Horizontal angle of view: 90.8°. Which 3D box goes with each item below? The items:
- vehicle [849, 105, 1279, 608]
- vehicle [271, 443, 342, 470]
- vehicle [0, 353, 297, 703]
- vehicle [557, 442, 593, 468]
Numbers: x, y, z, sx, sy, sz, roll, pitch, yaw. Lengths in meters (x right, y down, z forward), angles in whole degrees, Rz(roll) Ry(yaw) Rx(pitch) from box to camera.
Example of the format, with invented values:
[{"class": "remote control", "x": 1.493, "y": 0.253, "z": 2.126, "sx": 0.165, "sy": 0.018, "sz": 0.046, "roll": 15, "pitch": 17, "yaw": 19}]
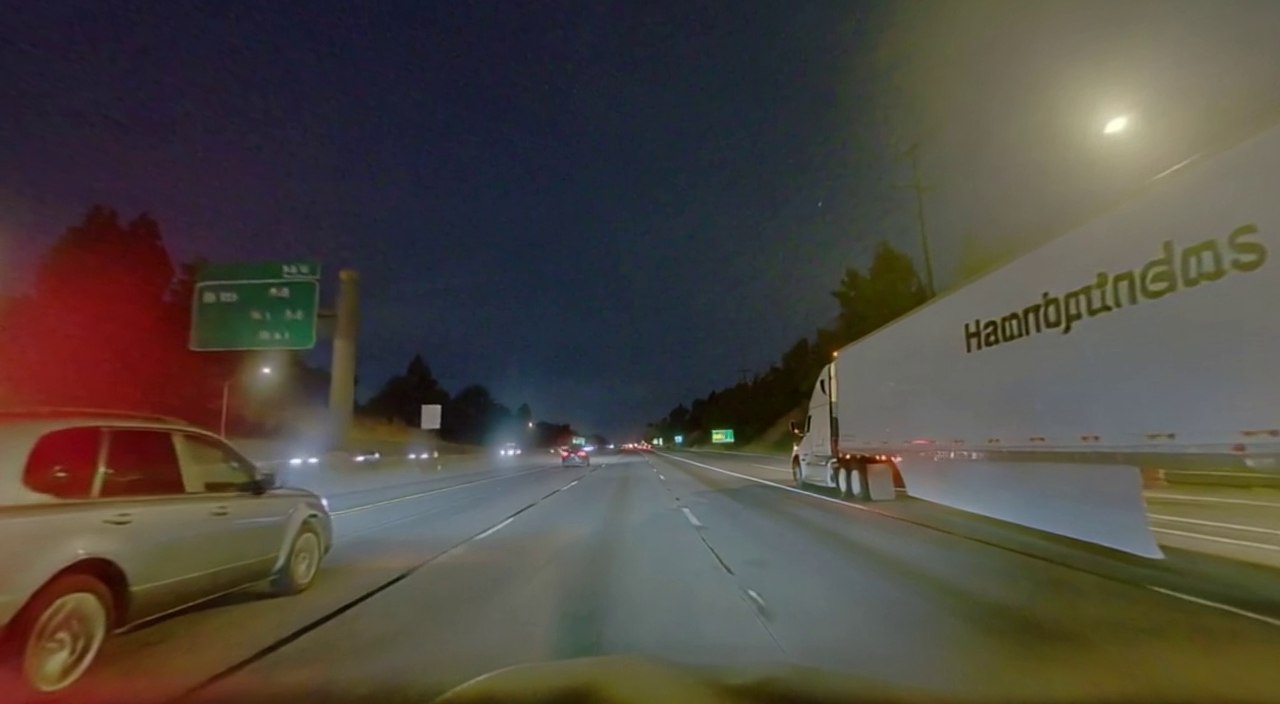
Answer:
[{"class": "vehicle", "x": 6.833, "y": 0.414, "z": 7.808, "sx": 2.919, "sy": 4.195, "sz": 15.833, "roll": 0, "pitch": -9, "yaw": -1}, {"class": "vehicle", "x": -21.458, "y": 6.720, "z": 40.913, "sx": 2.078, "sy": 1.610, "sz": 4.663, "roll": 0, "pitch": -9, "yaw": 0}, {"class": "vehicle", "x": -3.994, "y": 0.852, "z": 3.029, "sx": 2.084, "sy": 1.634, "sz": 4.693, "roll": 0, "pitch": -9, "yaw": -1}, {"class": "vehicle", "x": -4.308, "y": 6.944, "z": 42.556, "sx": 2.027, "sy": 1.651, "sz": 4.099, "roll": 0, "pitch": -9, "yaw": 0}]
